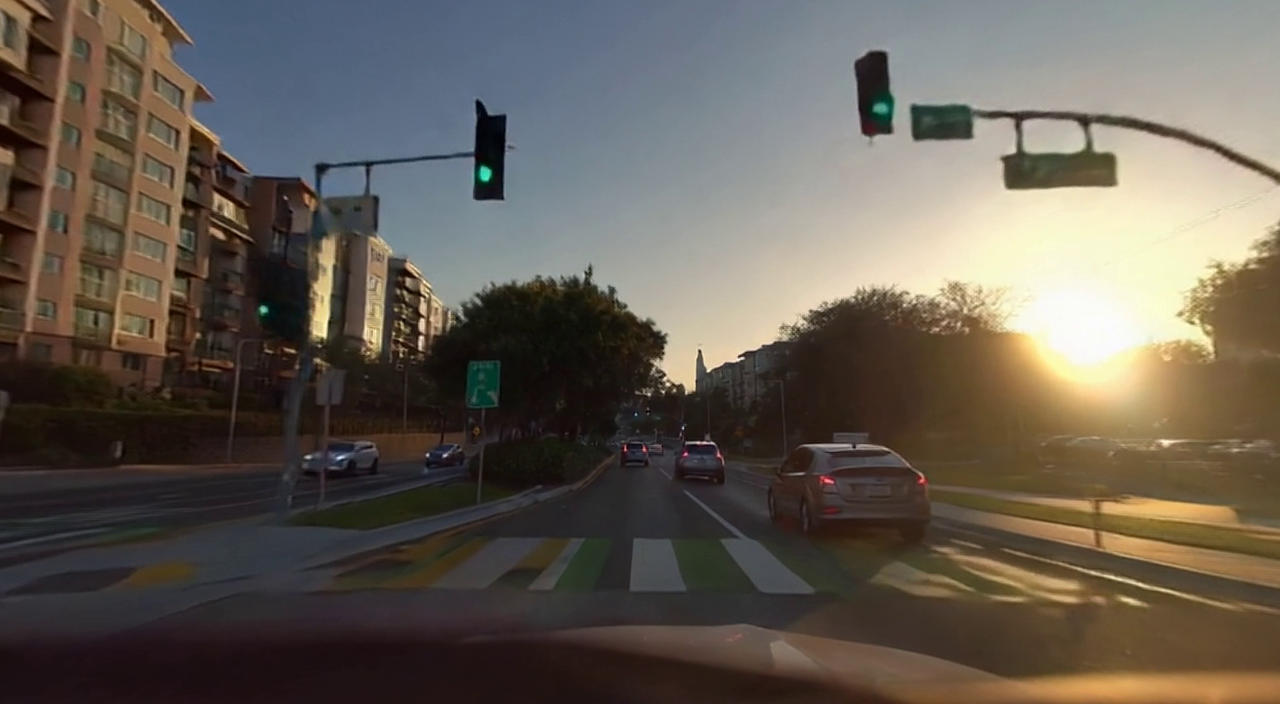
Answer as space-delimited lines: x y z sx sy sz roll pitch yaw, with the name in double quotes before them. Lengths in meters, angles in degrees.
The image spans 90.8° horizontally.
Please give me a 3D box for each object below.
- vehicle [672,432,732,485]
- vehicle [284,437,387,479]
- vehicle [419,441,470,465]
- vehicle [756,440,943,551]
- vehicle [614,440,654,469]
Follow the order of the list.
"vehicle" 2.490 4.408 26.509 2.206 1.858 5.332 2 -8 4
"vehicle" -12.232 4.284 25.799 1.969 1.566 4.549 0 -8 -1
"vehicle" -12.763 6.623 41.538 1.926 1.446 4.565 0 -8 0
"vehicle" 3.490 2.438 11.494 1.906 1.608 4.137 0 -8 -1
"vehicle" -0.359 5.585 34.650 2.059 1.492 3.925 0 -8 -1
